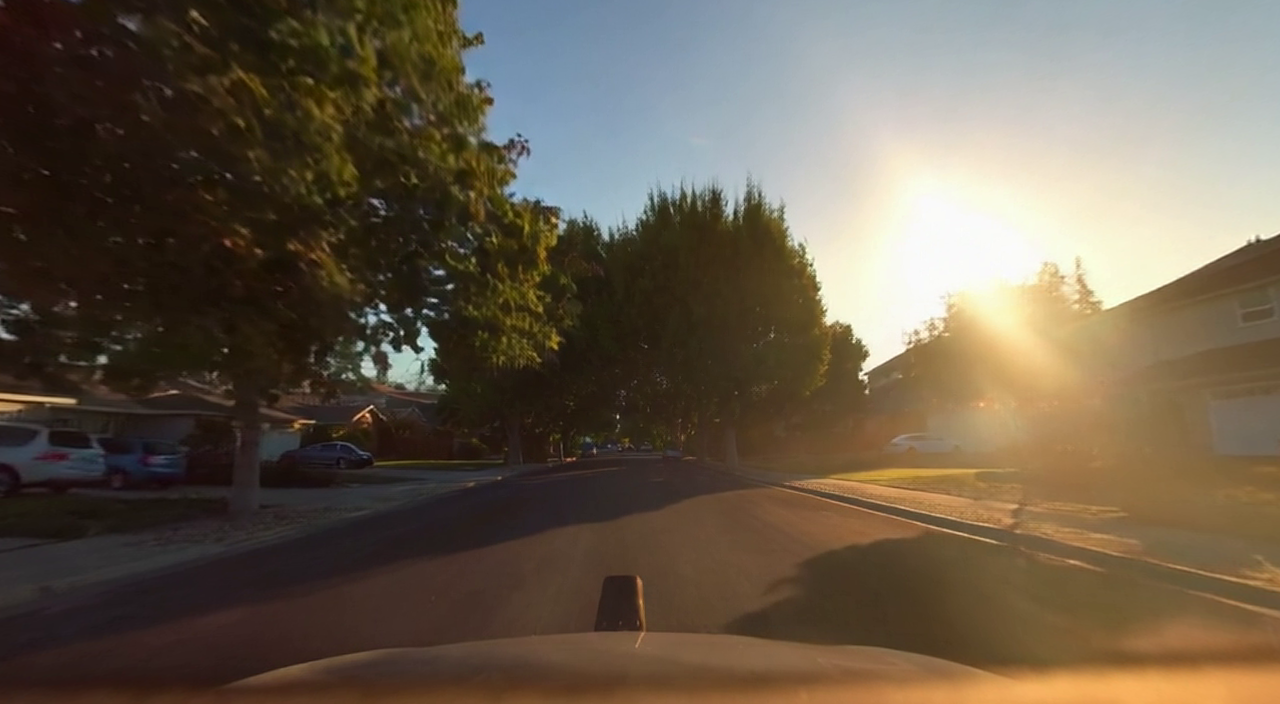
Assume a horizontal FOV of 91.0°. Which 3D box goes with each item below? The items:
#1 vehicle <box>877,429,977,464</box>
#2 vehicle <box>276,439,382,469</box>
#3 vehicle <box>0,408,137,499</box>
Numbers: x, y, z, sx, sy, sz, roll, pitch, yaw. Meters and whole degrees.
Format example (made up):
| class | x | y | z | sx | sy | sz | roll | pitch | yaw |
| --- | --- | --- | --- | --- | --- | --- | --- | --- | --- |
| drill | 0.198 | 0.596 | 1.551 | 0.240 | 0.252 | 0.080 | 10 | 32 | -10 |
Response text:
| class | x | y | z | sx | sy | sz | roll | pitch | yaw |
| --- | --- | --- | --- | --- | --- | --- | --- | --- | --- |
| vehicle | 15.109 | 4.976 | 33.162 | 4.468 | 1.728 | 2.135 | 3 | -9 | -20 |
| vehicle | -15.974 | 5.246 | 32.504 | 4.351 | 1.474 | 2.015 | 0 | -9 | -2 |
| vehicle | -15.629 | 2.420 | 15.078 | 2.575 | 2.031 | 5.155 | -8 | -11 | 44 |
